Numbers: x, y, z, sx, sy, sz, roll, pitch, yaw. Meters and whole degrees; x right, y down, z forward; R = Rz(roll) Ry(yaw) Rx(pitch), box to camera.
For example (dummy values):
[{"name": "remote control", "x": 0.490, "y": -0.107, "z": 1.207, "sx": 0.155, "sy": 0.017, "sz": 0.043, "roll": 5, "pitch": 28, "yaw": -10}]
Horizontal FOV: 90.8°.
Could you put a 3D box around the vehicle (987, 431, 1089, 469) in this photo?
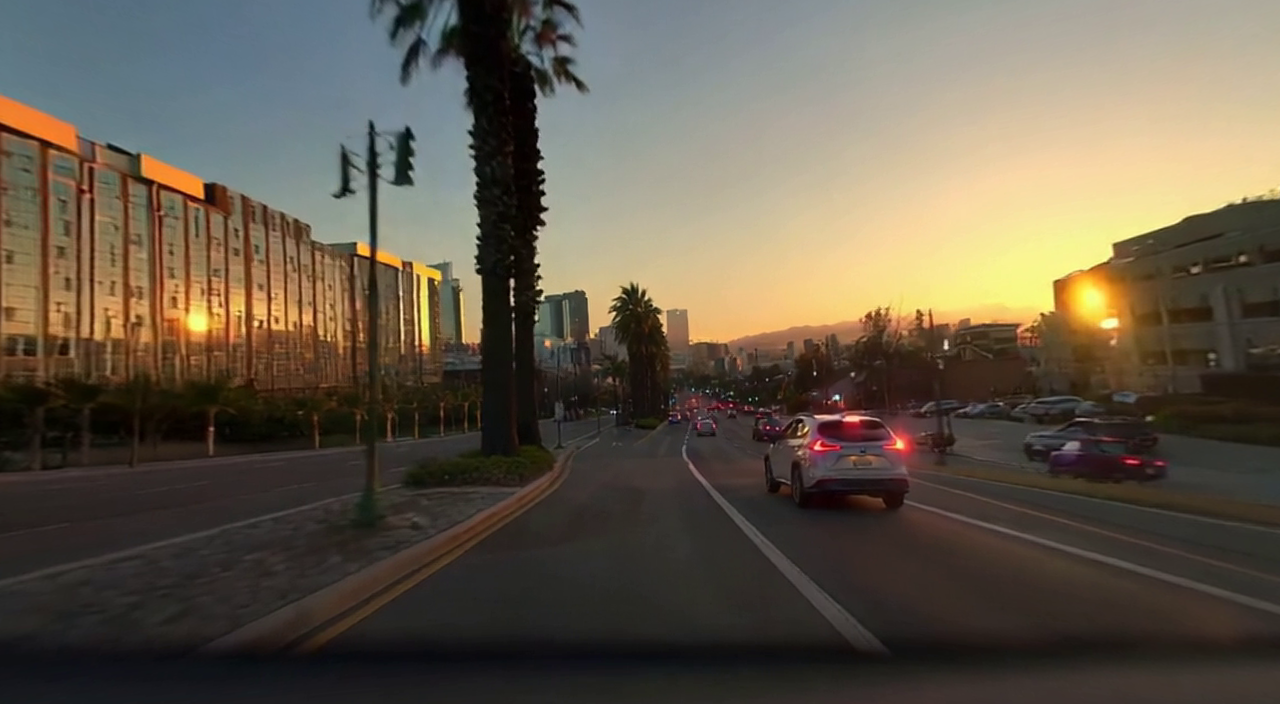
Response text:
[{"name": "vehicle", "x": 17.859, "y": 4.423, "z": 28.639, "sx": 1.818, "sy": 1.568, "sz": 4.309, "roll": -1, "pitch": -8, "yaw": 1}]

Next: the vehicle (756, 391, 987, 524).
[{"name": "vehicle", "x": 3.607, "y": 1.777, "z": 11.062, "sx": 2.219, "sy": 1.795, "sz": 4.718, "roll": 0, "pitch": -8, "yaw": 0}]

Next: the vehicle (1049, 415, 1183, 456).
[{"name": "vehicle", "x": 25.058, "y": 4.374, "z": 33.427, "sx": 4.991, "sy": 1.798, "sz": 2.501, "roll": -3, "pitch": -5, "yaw": 1}]

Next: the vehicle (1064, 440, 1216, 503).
[{"name": "vehicle", "x": 17.751, "y": 4.194, "z": 22.734, "sx": 1.909, "sy": 1.442, "sz": 4.265, "roll": -4, "pitch": -2, "yaw": -2}]
